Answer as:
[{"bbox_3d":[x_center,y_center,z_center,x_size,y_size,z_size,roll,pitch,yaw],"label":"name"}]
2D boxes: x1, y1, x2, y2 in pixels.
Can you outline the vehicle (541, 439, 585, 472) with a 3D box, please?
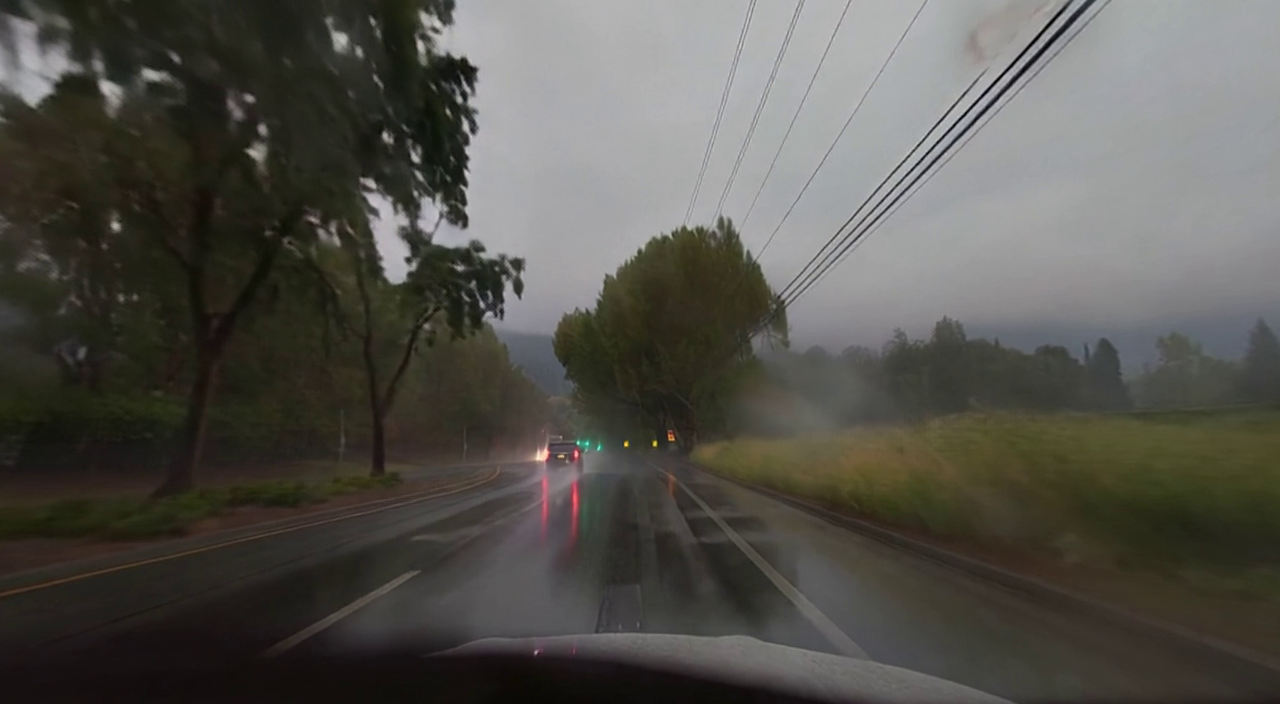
[{"bbox_3d":[-4.794,6.536,40.080,2.246,1.885,5.275,0,-9,-2],"label":"vehicle"}]
